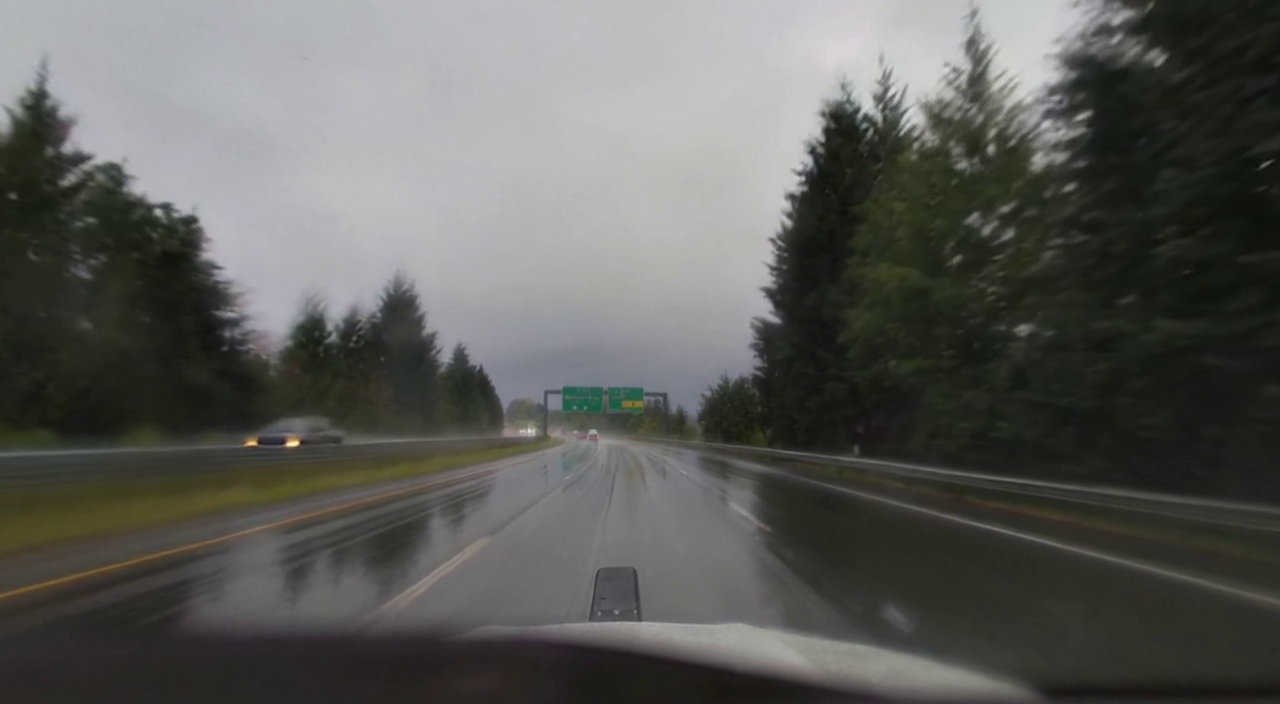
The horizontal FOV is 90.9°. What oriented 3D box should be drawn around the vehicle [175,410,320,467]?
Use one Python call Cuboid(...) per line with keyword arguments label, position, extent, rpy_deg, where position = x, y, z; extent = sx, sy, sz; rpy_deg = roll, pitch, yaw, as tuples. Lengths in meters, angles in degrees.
Cuboid(label="vehicle", position=(-13.885, 3.114, 22.812), extent=(2.011, 1.804, 5.202), rpy_deg=(0, -8, -2))
